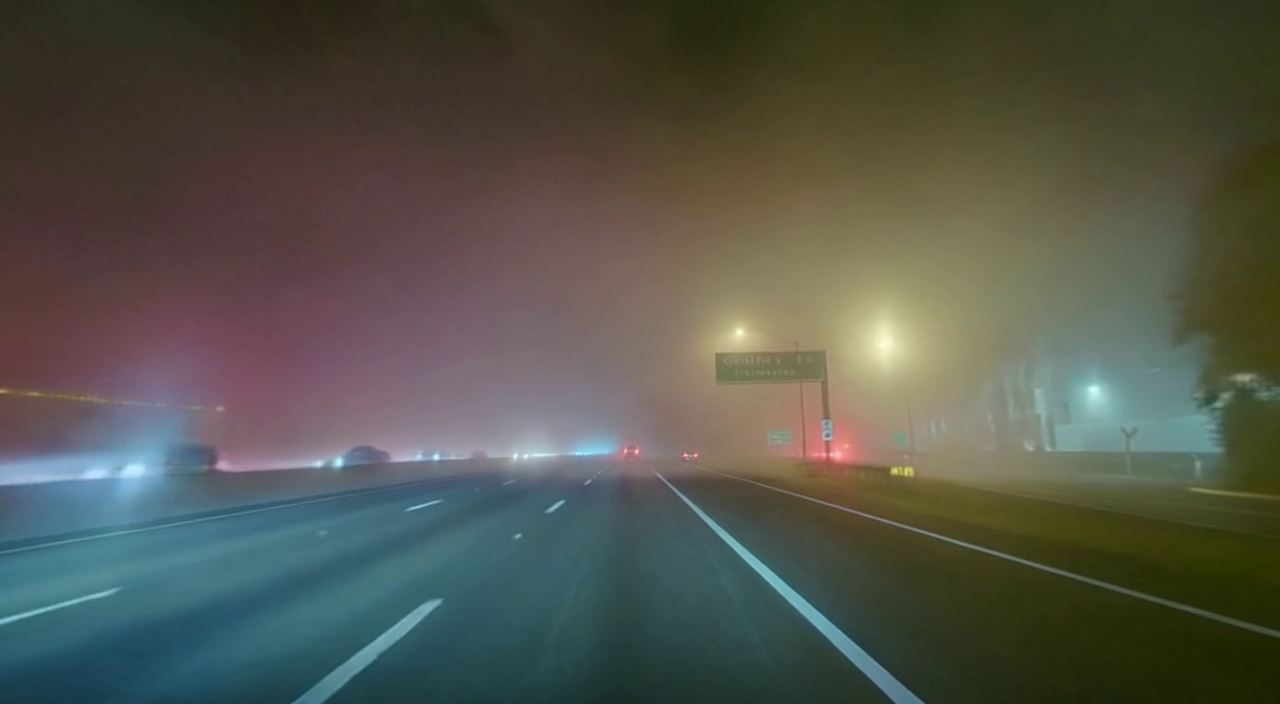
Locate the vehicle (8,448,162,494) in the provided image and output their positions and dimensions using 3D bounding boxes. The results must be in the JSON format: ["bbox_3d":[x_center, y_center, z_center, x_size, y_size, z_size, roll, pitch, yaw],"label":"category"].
[{"bbox_3d":[-22.181,4.740,25.569,2.109,1.670,4.549,0,-9,-1],"label":"vehicle"}]

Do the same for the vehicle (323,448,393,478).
[{"bbox_3d":[-16.368,6.444,36.911,2.038,1.608,4.445,0,-9,0],"label":"vehicle"}]

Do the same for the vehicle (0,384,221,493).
[{"bbox_3d":[-26.545,4.116,29.438,2.913,4.193,16.627,0,-9,-1],"label":"vehicle"}]

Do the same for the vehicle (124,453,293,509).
[{"bbox_3d":[-12.832,3.827,19.244,1.908,1.467,4.603,0,-9,0],"label":"vehicle"}]
